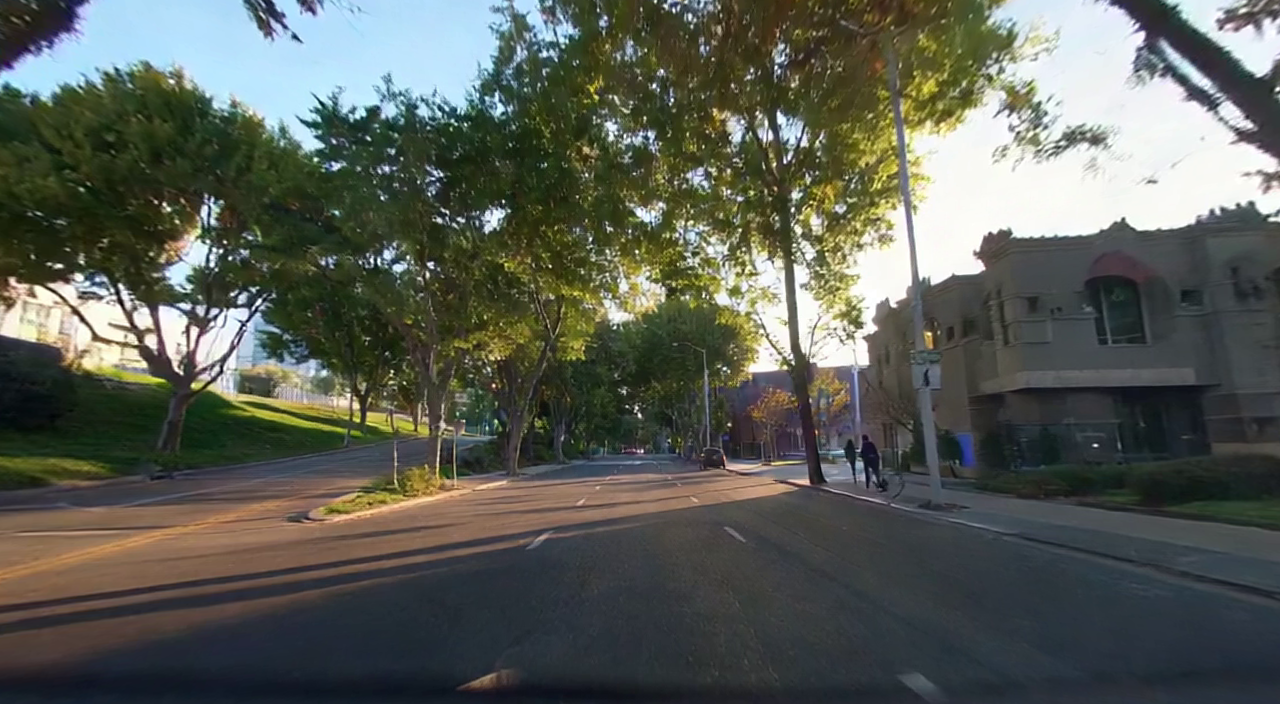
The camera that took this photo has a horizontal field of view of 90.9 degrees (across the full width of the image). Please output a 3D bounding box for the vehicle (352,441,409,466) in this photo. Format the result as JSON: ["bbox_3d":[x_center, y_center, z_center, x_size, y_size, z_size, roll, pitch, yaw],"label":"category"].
[{"bbox_3d":[-16.071,6.289,39.279,1.960,1.436,4.584,1,-8,-5],"label":"vehicle"}]
